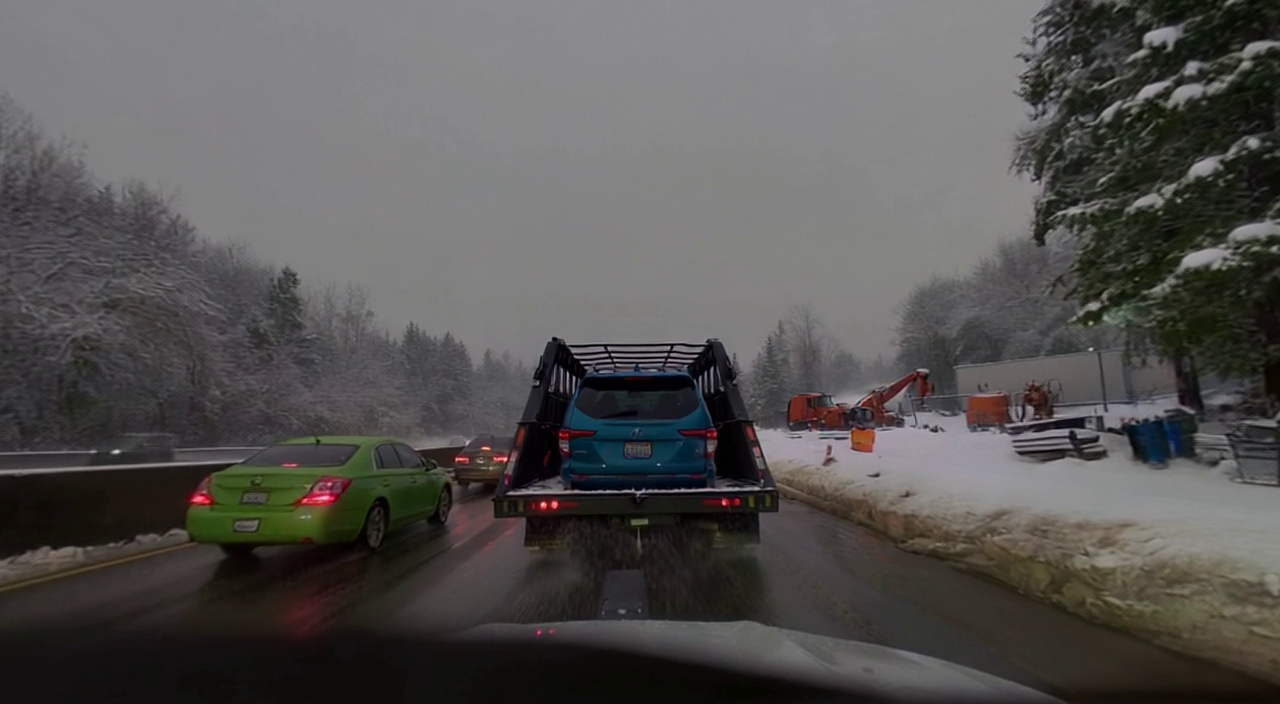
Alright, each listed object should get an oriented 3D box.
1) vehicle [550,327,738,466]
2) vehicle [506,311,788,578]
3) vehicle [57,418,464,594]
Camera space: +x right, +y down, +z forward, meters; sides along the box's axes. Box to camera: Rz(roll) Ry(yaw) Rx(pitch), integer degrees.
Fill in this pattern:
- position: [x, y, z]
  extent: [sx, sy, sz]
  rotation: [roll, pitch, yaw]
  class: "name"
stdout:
- position: [-0.095, 0.856, 9.679]
  extent: [2.156, 1.604, 4.680]
  rotation: [1, -9, -4]
  class: "vehicle"
- position: [-0.218, 1.674, 11.438]
  extent: [2.735, 2.597, 10.435]
  rotation: [1, -9, -3]
  class: "vehicle"
- position: [-4.002, 1.711, 8.040]
  extent: [2.155, 1.513, 4.964]
  rotation: [0, -9, -1]
  class: "vehicle"
